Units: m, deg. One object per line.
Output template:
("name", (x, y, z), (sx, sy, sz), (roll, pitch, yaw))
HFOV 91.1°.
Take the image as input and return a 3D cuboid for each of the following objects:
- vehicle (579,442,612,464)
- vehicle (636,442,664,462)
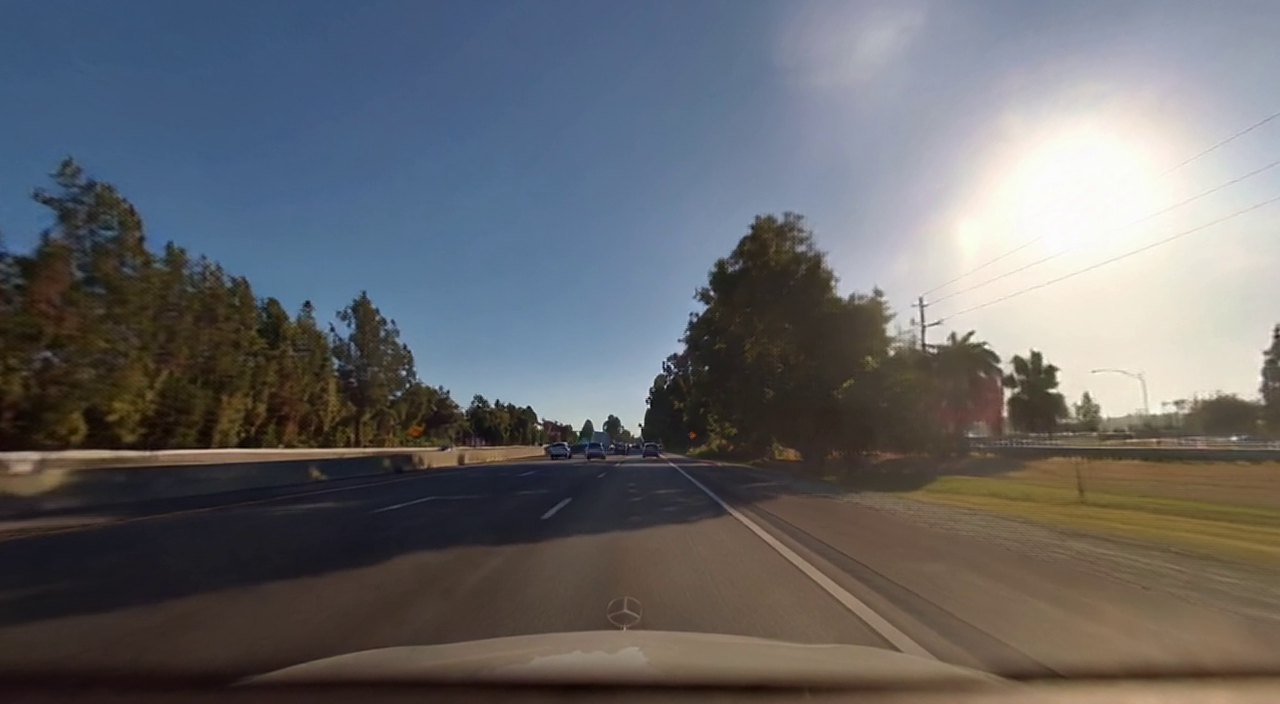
("vehicle", (-3.201, 7.393, 46.150), (2.046, 1.478, 4.111), (0, -8, 1))
("vehicle", (0.725, 7.650, 48.066), (2.057, 1.453, 3.926), (0, -8, 0))
